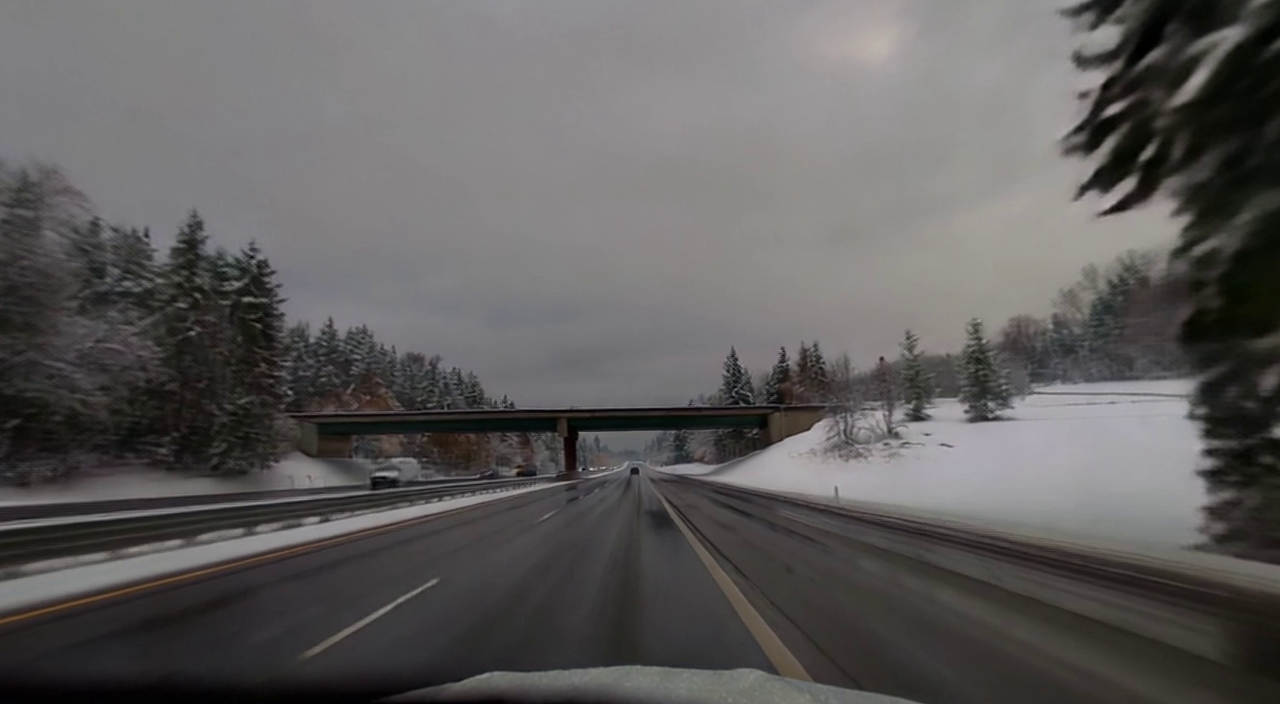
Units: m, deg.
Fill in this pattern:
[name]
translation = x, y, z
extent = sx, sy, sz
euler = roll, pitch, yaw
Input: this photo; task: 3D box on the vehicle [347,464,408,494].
[vehicle]
translation = -16.920, 8.163, 40.815
extent = 1.949, 1.760, 4.605
euler = 1, -10, 0
